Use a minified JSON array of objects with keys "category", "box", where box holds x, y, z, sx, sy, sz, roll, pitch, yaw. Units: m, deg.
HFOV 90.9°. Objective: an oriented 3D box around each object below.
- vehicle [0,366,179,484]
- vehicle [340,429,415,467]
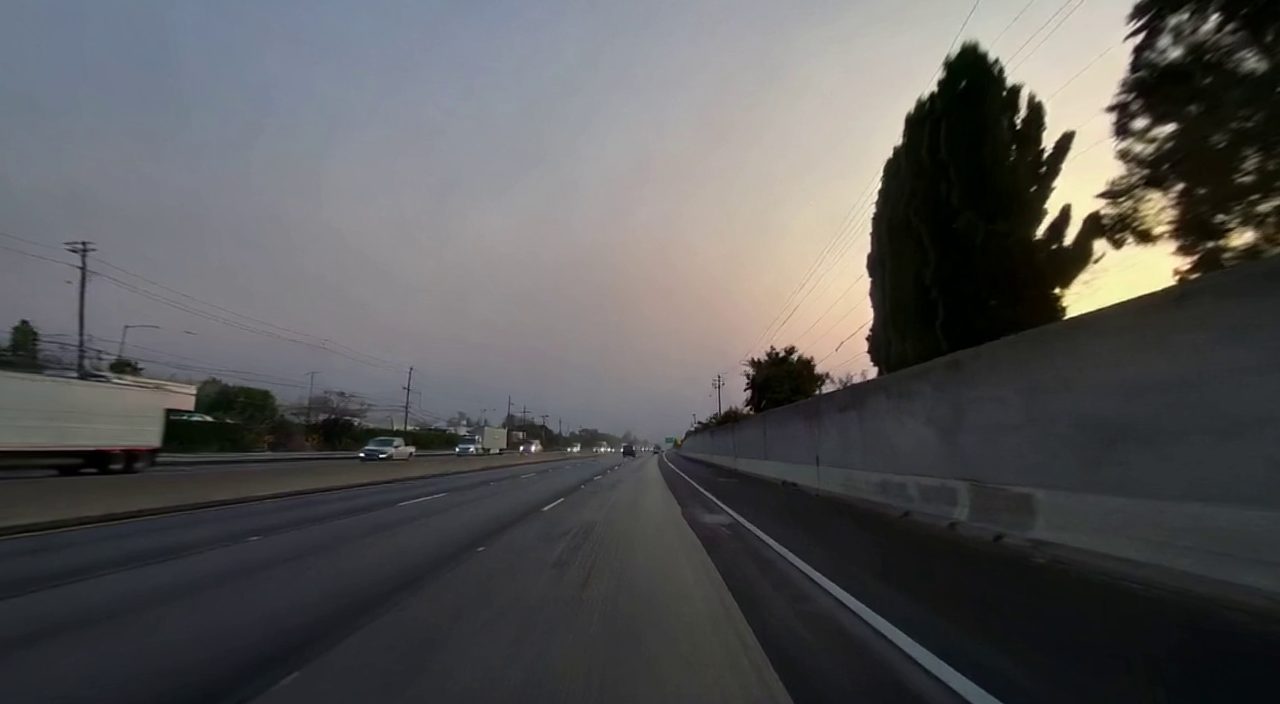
[{"category":"vehicle","box":[-23.193,2.441,21.101,3.681,3.888,15.270,0,-9,1]},{"category":"vehicle","box":[-18.367,6.794,44.494,2.518,2.459,5.886,0,-9,2]}]
